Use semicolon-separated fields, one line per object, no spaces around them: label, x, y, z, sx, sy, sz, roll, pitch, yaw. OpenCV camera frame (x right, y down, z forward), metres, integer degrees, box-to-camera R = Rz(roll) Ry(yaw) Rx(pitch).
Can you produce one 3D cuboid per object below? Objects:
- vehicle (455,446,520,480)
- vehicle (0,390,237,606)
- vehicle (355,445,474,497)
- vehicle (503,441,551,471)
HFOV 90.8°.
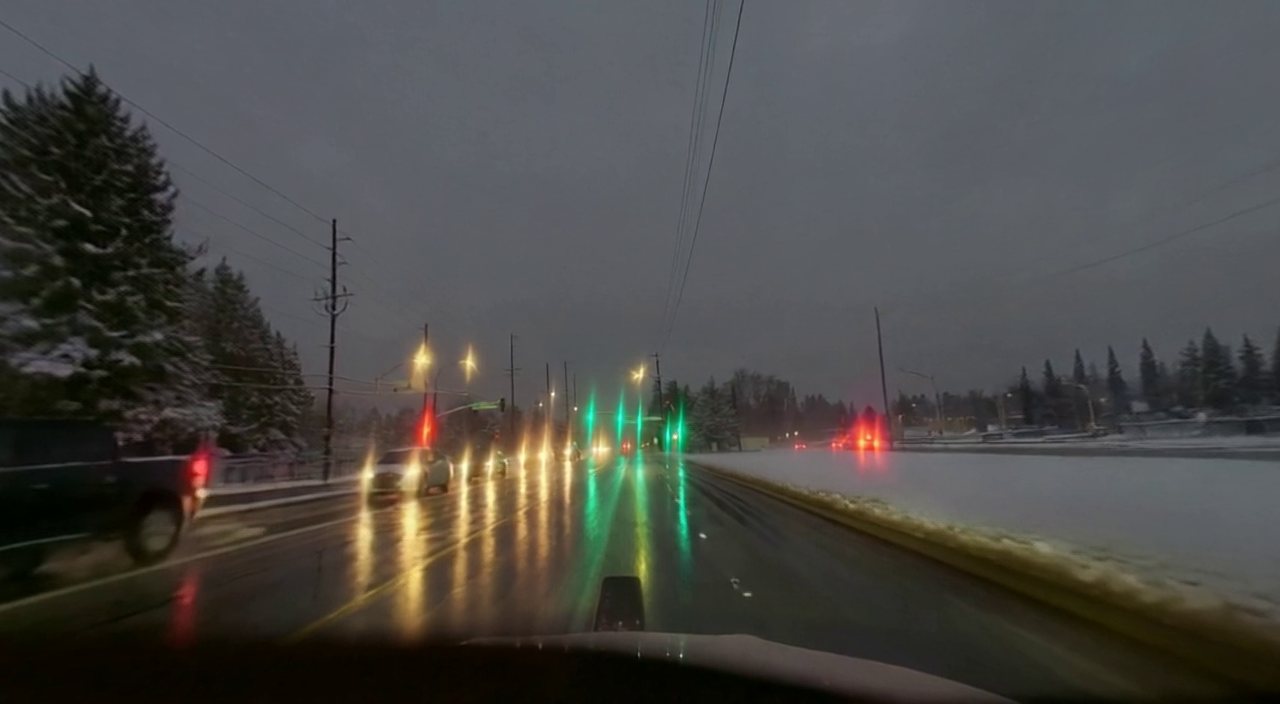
vehicle;-7.096;5.182;29.876;2.008;1.456;4.409;0;-9;0
vehicle;-6.783;1.407;6.378;2.337;1.862;4.924;0;-9;-3
vehicle;-7.102;3.784;20.551;2.030;1.482;4.818;0;-9;1
vehicle;-7.066;6.553;40.059;2.101;1.768;5.040;0;-9;0
